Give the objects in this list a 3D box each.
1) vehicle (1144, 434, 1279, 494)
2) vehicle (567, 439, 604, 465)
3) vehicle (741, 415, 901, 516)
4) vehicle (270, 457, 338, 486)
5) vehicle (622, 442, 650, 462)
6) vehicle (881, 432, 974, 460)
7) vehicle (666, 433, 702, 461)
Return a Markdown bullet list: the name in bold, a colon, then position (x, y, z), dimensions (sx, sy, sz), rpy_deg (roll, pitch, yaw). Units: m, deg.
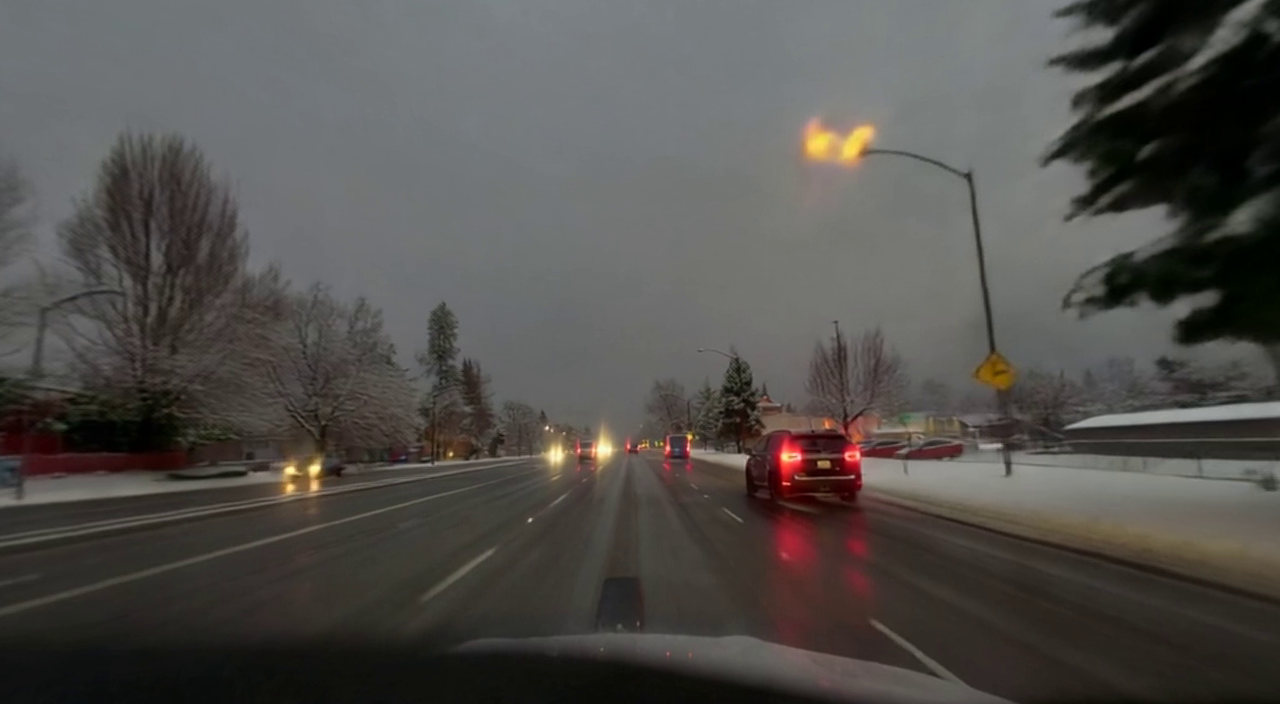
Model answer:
- **vehicle**: position (16.423, 2.948, 16.793), dimensions (4.369, 1.489, 1.825), rpy_deg (0, -8, 1)
- **vehicle**: position (-3.954, 7.361, 46.813), dimensions (2.220, 1.793, 4.885), rpy_deg (0, -8, 1)
- **vehicle**: position (3.641, 2.380, 13.702), dimensions (2.060, 1.816, 4.343), rpy_deg (0, -8, -1)
- **vehicle**: position (-20.509, 7.262, 38.731), dimensions (1.823, 1.561, 3.987), rpy_deg (-1, -8, 2)
- **vehicle**: position (-0.353, 7.747, 49.045), dimensions (2.074, 1.463, 4.016), rpy_deg (0, -8, -1)
- **vehicle**: position (18.024, 5.875, 39.692), dimensions (4.970, 1.700, 2.108), rpy_deg (1, -8, -11)
- **vehicle**: position (3.331, 7.297, 48.602), dimensions (2.197, 2.034, 4.667), rpy_deg (0, -8, -2)
